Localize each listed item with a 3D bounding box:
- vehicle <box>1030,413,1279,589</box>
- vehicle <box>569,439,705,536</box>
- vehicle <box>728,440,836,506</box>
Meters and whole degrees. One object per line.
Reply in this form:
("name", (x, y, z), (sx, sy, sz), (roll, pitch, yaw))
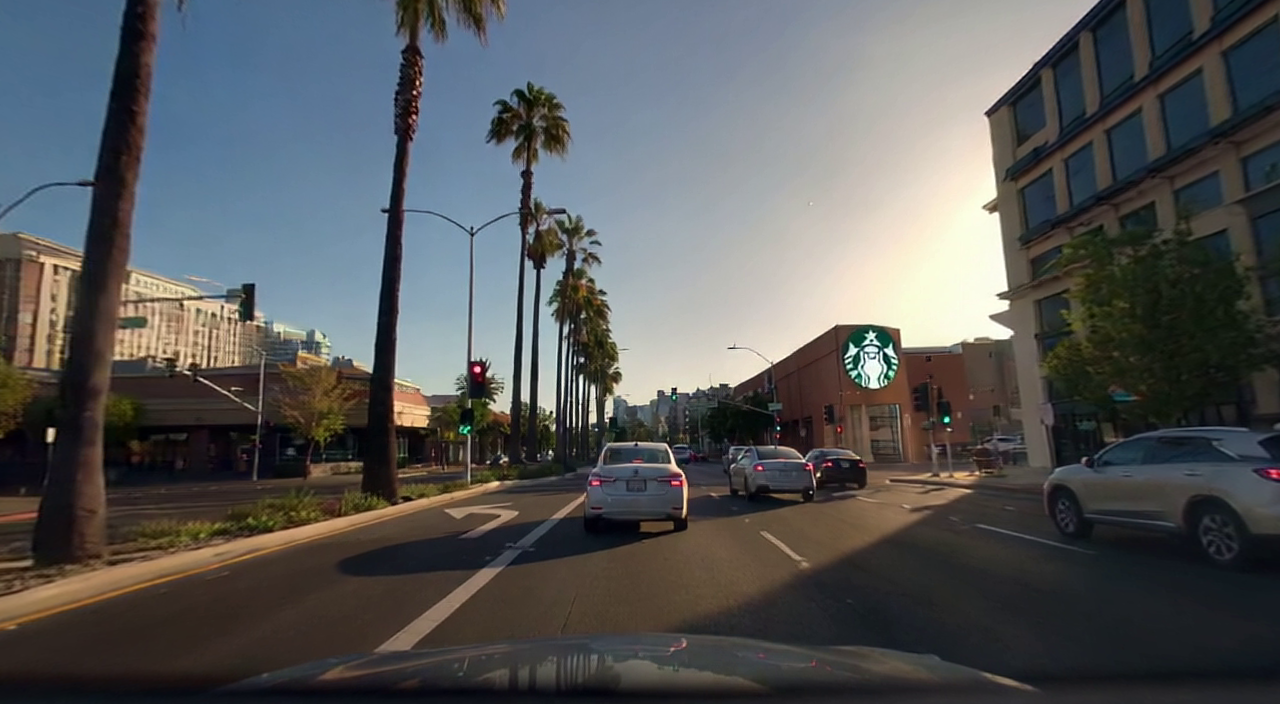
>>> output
("vehicle", (7.073, 1.669, 7.688), (1.940, 1.674, 4.085), (0, -8, -1))
("vehicle", (-0.086, 2.406, 11.860), (2.110, 1.487, 3.873), (0, -8, -1))
("vehicle", (3.689, 3.207, 17.228), (1.892, 1.532, 4.177), (0, -8, -1))
